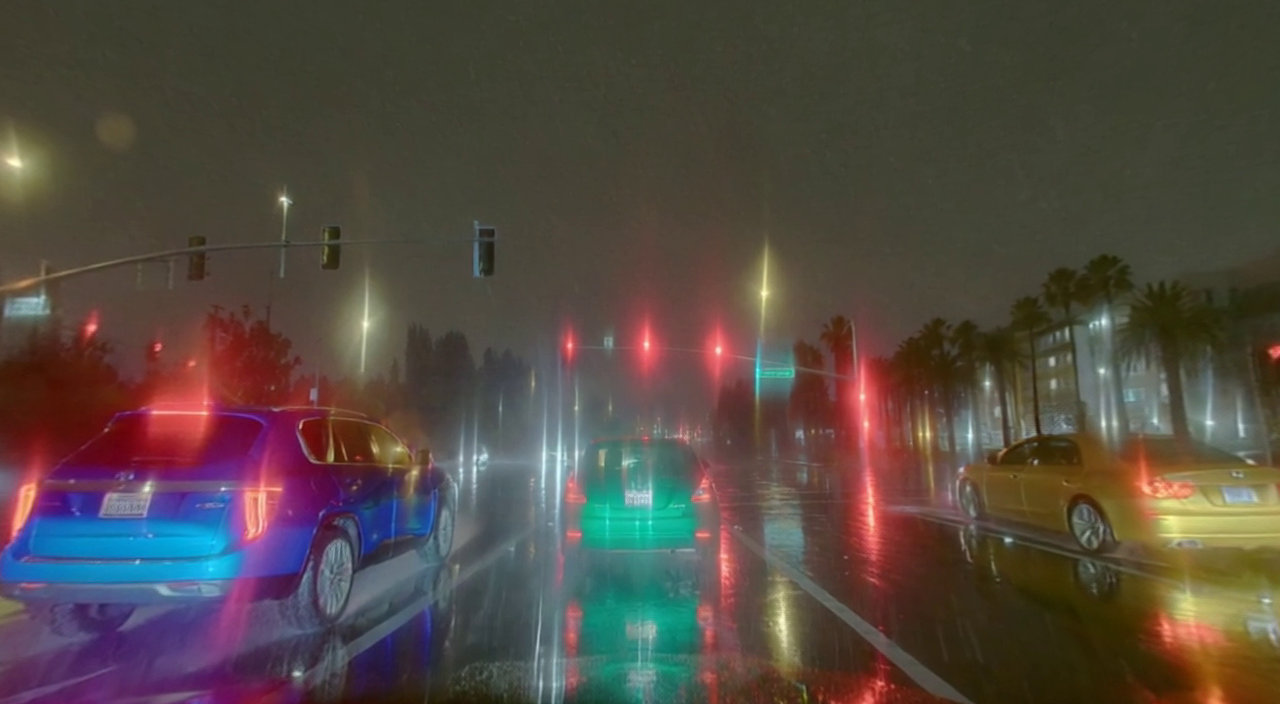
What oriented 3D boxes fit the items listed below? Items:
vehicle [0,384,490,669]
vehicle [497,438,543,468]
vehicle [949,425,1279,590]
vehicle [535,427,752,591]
[{"bbox_3d":[-3.095,1.365,6.082,2.051,1.682,4.467,0,-8,2],"label":"vehicle"},{"bbox_3d":[-7.911,6.698,42.066,2.130,1.810,4.450,-2,-8,1],"label":"vehicle"},{"bbox_3d":[6.095,1.756,8.082,1.970,1.489,4.482,0,-8,-1],"label":"vehicle"},{"bbox_3d":[0.004,1.704,7.718,1.942,1.445,3.973,0,-8,-1],"label":"vehicle"}]
